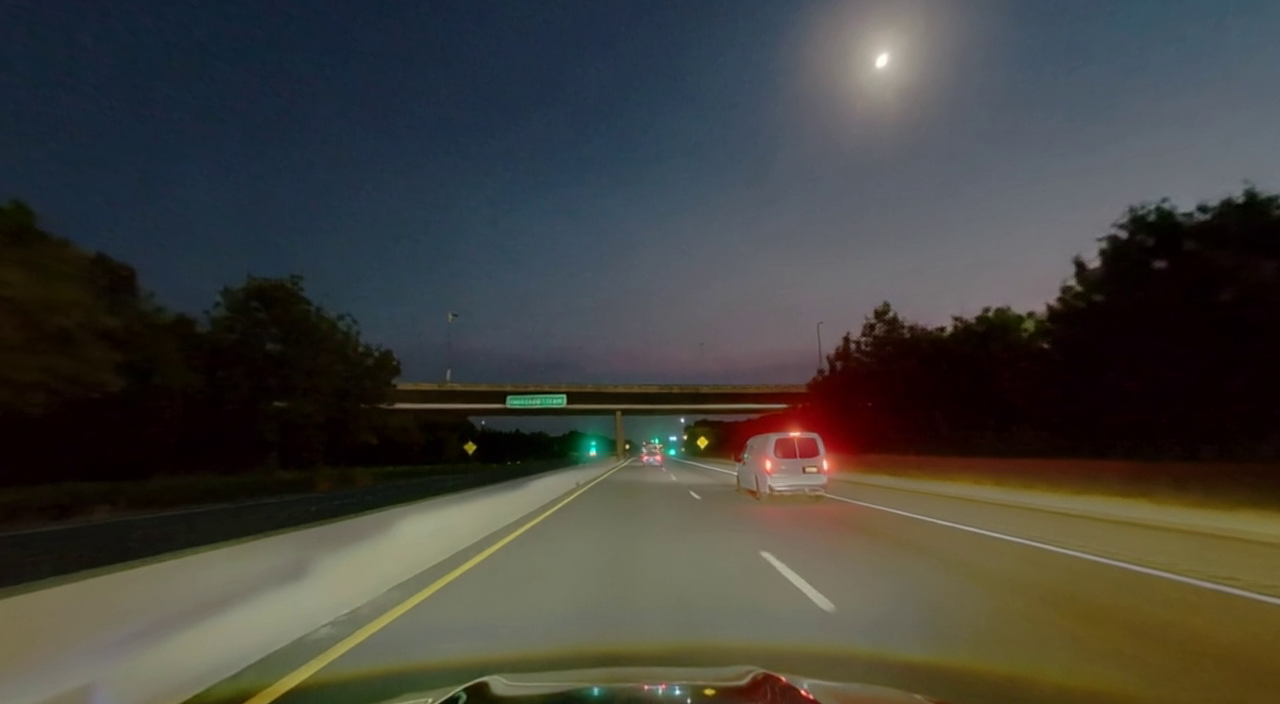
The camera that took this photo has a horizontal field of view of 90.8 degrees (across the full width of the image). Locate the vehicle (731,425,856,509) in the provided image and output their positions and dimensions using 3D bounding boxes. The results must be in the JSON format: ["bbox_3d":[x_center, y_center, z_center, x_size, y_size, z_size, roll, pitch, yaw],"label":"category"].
[{"bbox_3d":[4.085,3.192,17.913,2.152,1.998,5.380,0,-9,0],"label":"vehicle"}]
